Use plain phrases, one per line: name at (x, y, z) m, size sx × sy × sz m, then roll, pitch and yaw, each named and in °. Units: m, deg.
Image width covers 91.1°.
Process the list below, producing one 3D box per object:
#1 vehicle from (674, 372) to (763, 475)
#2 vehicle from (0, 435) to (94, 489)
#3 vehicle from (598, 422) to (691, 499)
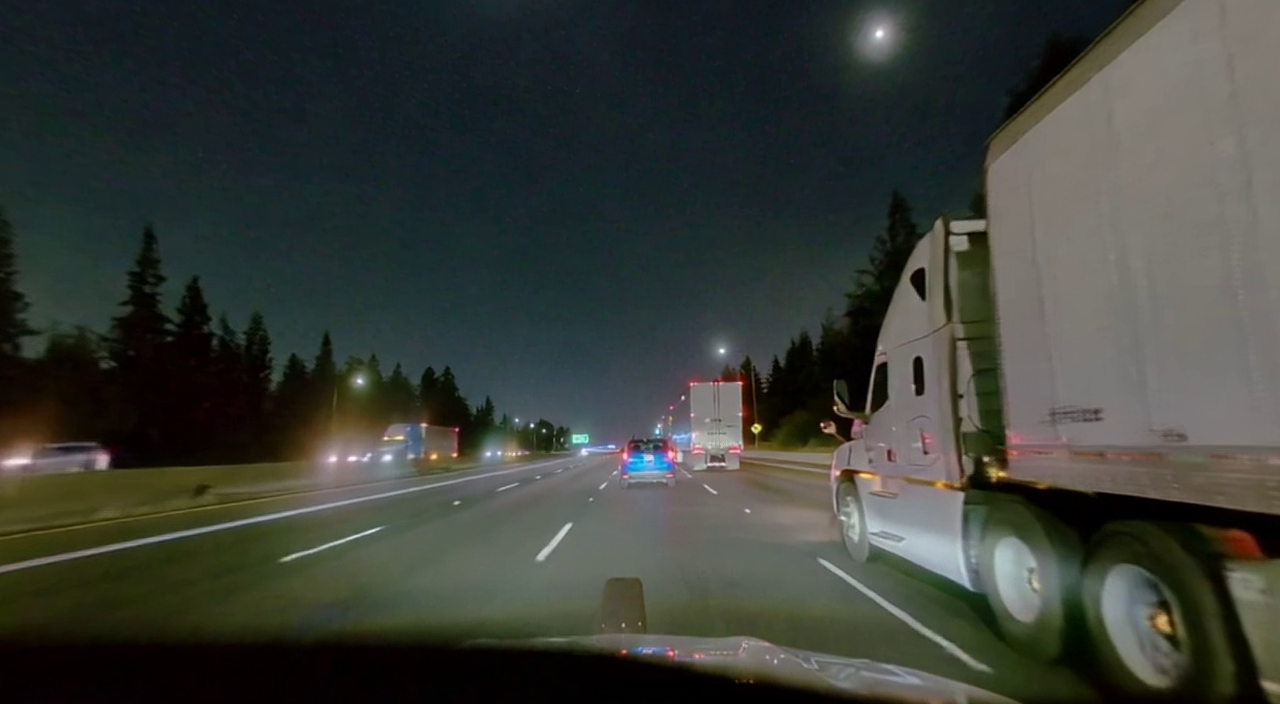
vehicle at (3.582, 4.044, 33.251) m, size 2.909 × 4.135 × 15.820 m, roll 0°, pitch -8°, yaw 1°
vehicle at (-25.763, 4.403, 25.264) m, size 2.238 × 2.078 × 5.872 m, roll 0°, pitch -8°, yaw 1°
vehicle at (0.126, 2.750, 16.202) m, size 2.054 × 1.706 × 4.201 m, roll 0°, pitch -8°, yaw 1°
